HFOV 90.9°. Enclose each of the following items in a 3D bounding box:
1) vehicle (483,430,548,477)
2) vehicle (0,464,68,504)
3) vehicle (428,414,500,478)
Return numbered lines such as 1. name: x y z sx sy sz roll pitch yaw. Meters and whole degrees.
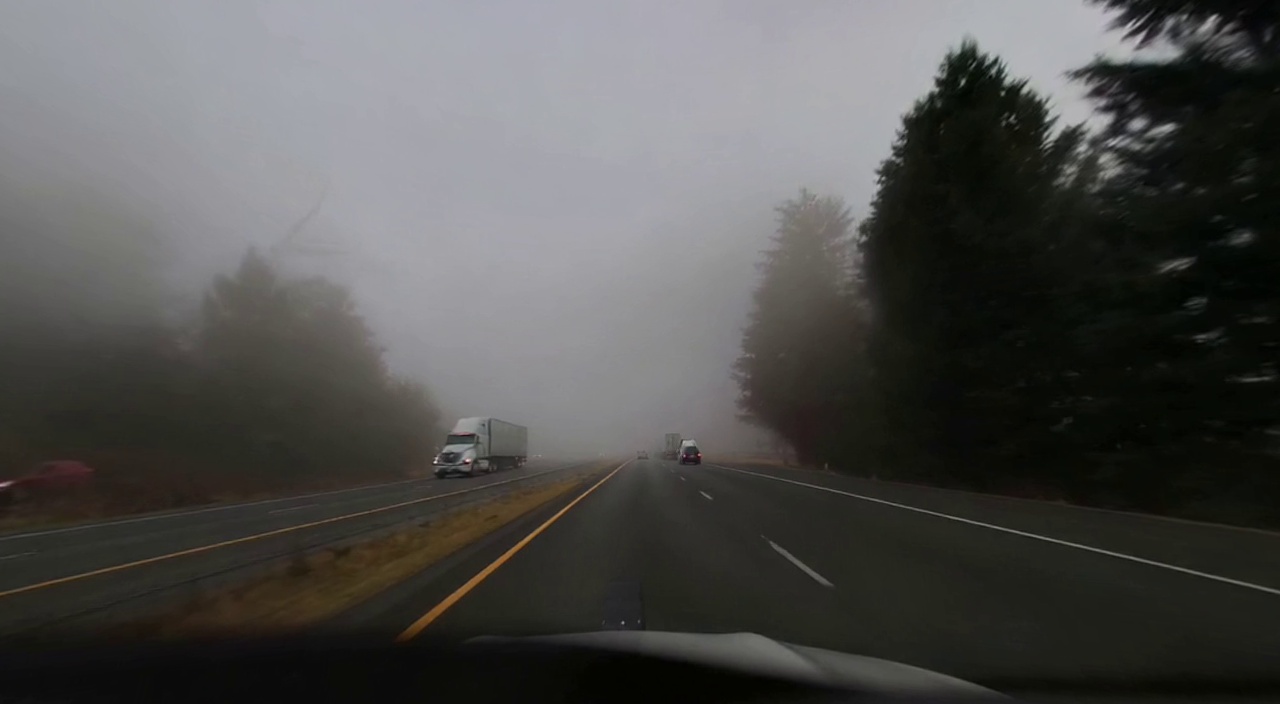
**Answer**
1. vehicle: -8.070 6.751 41.915 2.700 2.772 7.443 0 -9 1
2. vehicle: -27.850 5.752 27.510 1.786 1.593 4.175 0 -9 -1
3. vehicle: -12.203 6.647 44.413 2.947 4.100 6.956 0 -9 0
